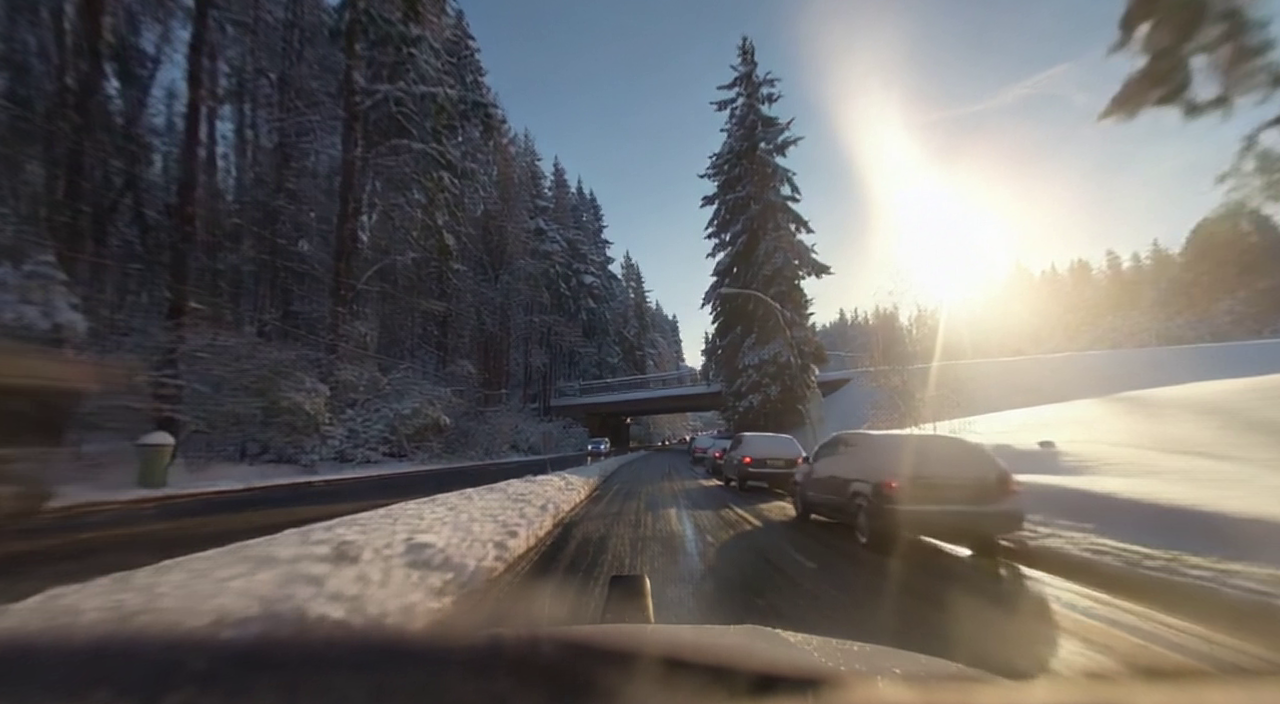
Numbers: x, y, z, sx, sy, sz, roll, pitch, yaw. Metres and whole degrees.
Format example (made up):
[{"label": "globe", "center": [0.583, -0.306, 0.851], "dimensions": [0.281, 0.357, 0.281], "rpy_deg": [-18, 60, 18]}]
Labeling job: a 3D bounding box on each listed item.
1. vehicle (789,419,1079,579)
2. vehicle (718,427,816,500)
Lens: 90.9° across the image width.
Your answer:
[{"label": "vehicle", "center": [3.655, 1.891, 8.954], "dimensions": [1.972, 1.682, 4.397], "rpy_deg": [0, -9, 0]}, {"label": "vehicle", "center": [3.607, 3.261, 18.770], "dimensions": [1.985, 1.895, 4.496], "rpy_deg": [0, -9, 0]}]
